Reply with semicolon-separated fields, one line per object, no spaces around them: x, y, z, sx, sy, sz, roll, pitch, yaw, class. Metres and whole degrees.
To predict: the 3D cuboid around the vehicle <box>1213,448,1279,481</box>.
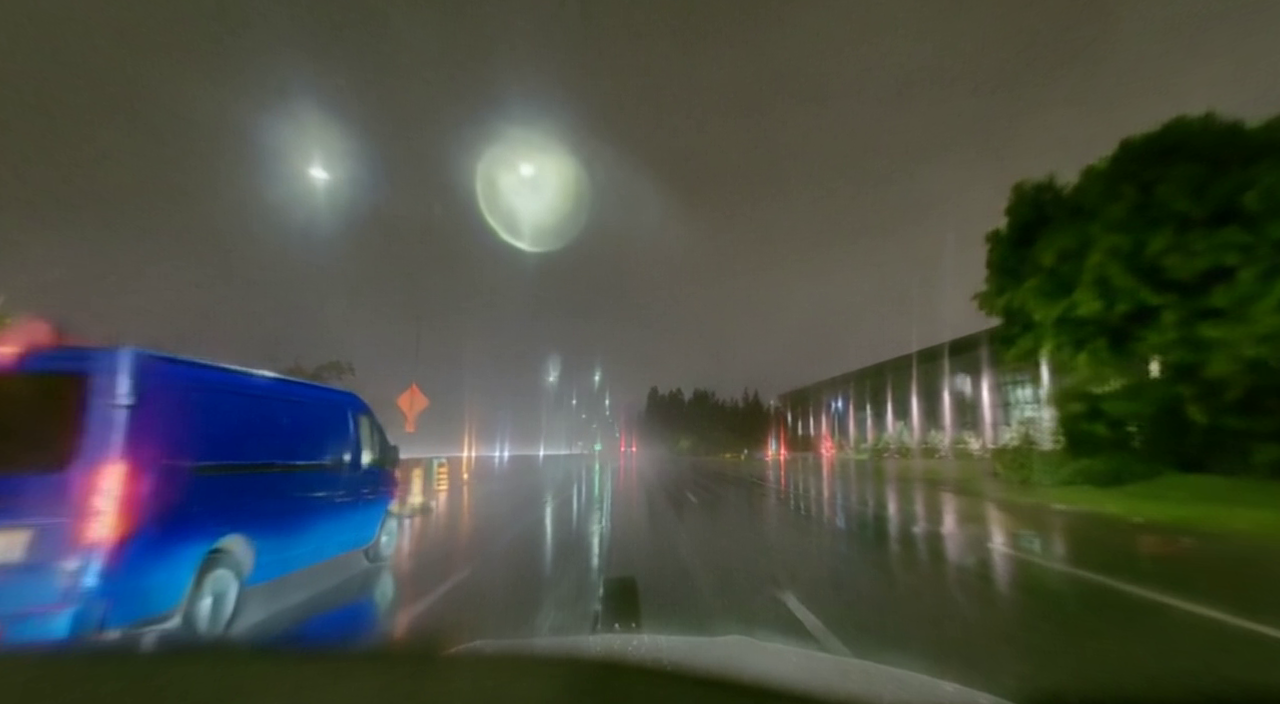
29.854;5.262;29.686;3.924;1.454;1.952;0;-8;-2;vehicle

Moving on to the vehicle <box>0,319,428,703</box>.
-3.604;1.139;5.404;2.046;1.982;4.465;0;-9;-1;vehicle
